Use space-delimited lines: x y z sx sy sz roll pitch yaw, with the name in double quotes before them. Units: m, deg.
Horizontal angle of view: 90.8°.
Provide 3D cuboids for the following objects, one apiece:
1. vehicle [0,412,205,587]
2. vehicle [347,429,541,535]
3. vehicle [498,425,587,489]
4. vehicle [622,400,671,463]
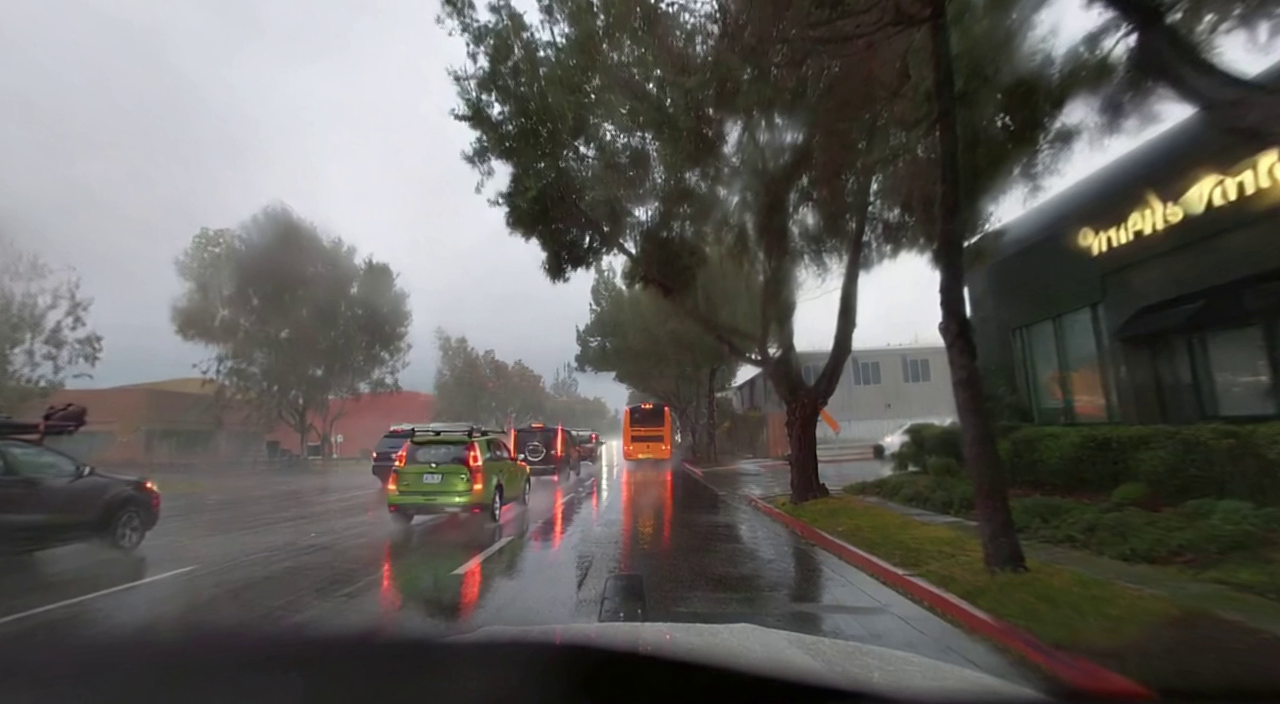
"vehicle" -7.347 1.517 6.662 2.252 1.686 4.447 0 -9 1
"vehicle" -3.302 2.301 11.789 2.042 1.571 4.475 0 -9 2
"vehicle" -3.150 3.539 21.599 2.095 1.892 5.043 0 -9 2
"vehicle" 0.531 5.837 45.155 2.970 3.857 12.200 0 -9 1
